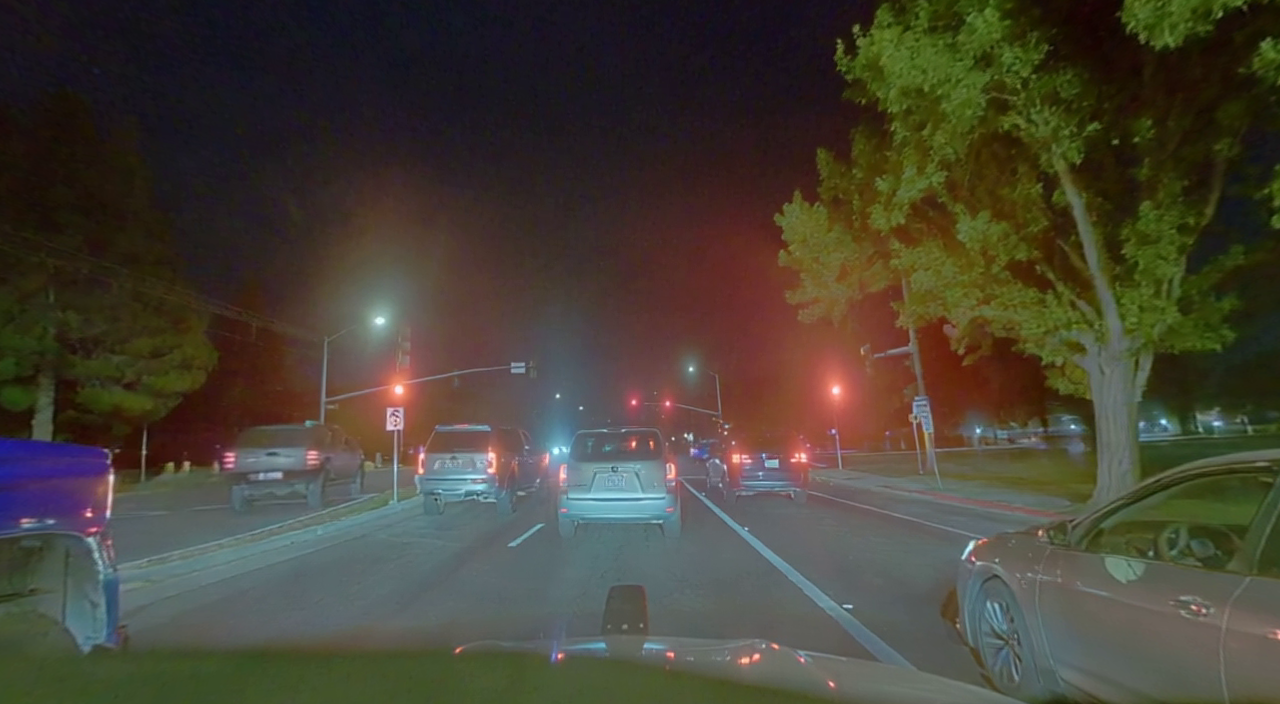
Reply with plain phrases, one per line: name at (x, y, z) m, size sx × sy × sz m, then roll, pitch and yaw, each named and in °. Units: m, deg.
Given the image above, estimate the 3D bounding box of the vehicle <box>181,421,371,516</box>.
vehicle at (-8.109, 2.618, 14.727) m, size 2.256 × 1.799 × 4.831 m, roll 1°, pitch -9°, yaw -10°

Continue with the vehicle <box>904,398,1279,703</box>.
vehicle at (3.014, 0.963, 2.512) m, size 1.874 × 1.477 × 4.698 m, roll 0°, pitch -8°, yaw 0°

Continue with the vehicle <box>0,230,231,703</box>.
vehicle at (-3.488, 0.348, 0.315) m, size 2.656 × 2.021 × 5.800 m, roll 0°, pitch -8°, yaw 0°

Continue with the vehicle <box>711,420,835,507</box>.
vehicle at (3.121, 2.738, 15.904) m, size 2.102 × 1.841 × 4.587 m, roll 0°, pitch -8°, yaw 0°

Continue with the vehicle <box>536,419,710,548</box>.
vehicle at (-0.229, 1.941, 9.874) m, size 2.194 × 1.607 × 3.690 m, roll 0°, pitch -8°, yaw 0°

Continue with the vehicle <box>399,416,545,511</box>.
vehicle at (-3.642, 2.522, 14.659) m, size 2.089 × 1.857 × 4.488 m, roll 0°, pitch -8°, yaw 1°
